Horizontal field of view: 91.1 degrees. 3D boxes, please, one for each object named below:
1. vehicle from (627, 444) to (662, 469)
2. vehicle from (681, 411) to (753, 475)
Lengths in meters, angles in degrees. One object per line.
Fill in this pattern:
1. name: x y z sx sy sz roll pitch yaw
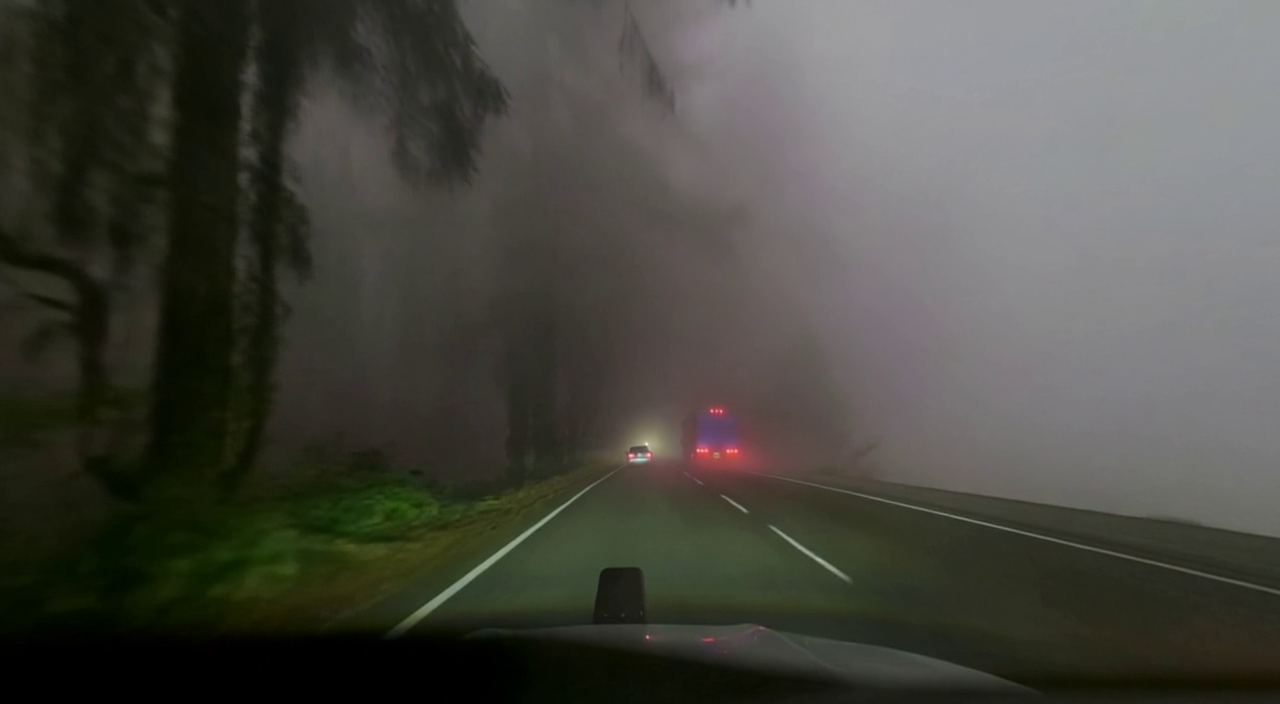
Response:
1. vehicle: 0.327 6.752 40.854 2.170 1.544 4.373 0 -8 1
2. vehicle: 4.170 5.186 35.900 3.015 3.211 7.982 0 -8 -1
